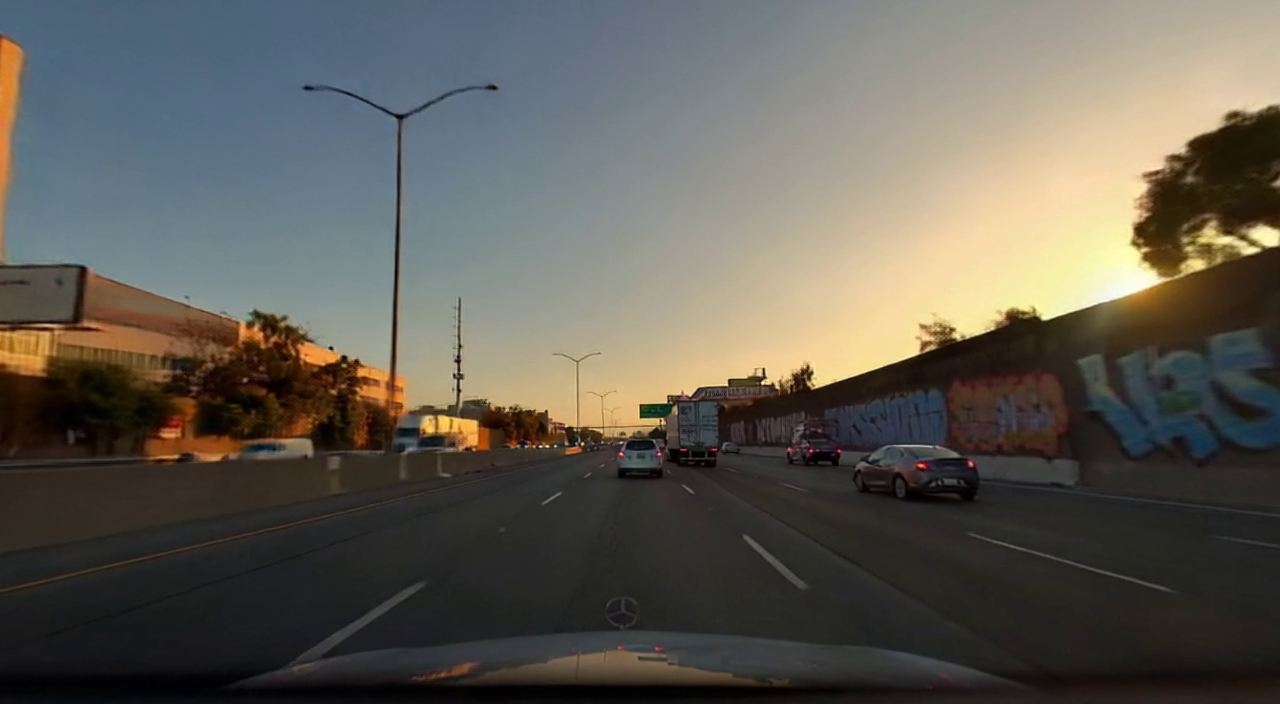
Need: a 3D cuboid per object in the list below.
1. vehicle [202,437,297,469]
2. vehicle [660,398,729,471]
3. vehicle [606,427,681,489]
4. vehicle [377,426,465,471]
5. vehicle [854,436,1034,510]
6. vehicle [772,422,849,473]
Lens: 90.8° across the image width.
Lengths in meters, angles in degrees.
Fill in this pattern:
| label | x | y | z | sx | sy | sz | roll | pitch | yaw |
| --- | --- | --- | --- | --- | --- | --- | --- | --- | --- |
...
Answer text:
| label | x | y | z | sx | sy | sz | roll | pitch | yaw |
| --- | --- | --- | --- | --- | --- | --- | --- | --- | --- |
| vehicle | -20.628 | 5.363 | 33.646 | 1.972 | 1.562 | 4.772 | 0 | -9 | 0 |
| vehicle | 3.036 | 5.130 | 38.592 | 2.976 | 3.806 | 10.591 | 0 | -9 | -2 |
| vehicle | -0.040 | 3.599 | 21.648 | 2.249 | 1.843 | 5.176 | 0 | -9 | -3 |
| vehicle | -10.591 | 4.735 | 31.050 | 2.470 | 1.992 | 5.196 | 0 | -9 | 0 |
| vehicle | 6.954 | 2.800 | 15.163 | 1.915 | 1.476 | 4.677 | 0 | -9 | -1 |
| vehicle | 8.687 | 4.983 | 32.877 | 2.322 | 2.360 | 6.433 | 0 | -9 | 1 |
